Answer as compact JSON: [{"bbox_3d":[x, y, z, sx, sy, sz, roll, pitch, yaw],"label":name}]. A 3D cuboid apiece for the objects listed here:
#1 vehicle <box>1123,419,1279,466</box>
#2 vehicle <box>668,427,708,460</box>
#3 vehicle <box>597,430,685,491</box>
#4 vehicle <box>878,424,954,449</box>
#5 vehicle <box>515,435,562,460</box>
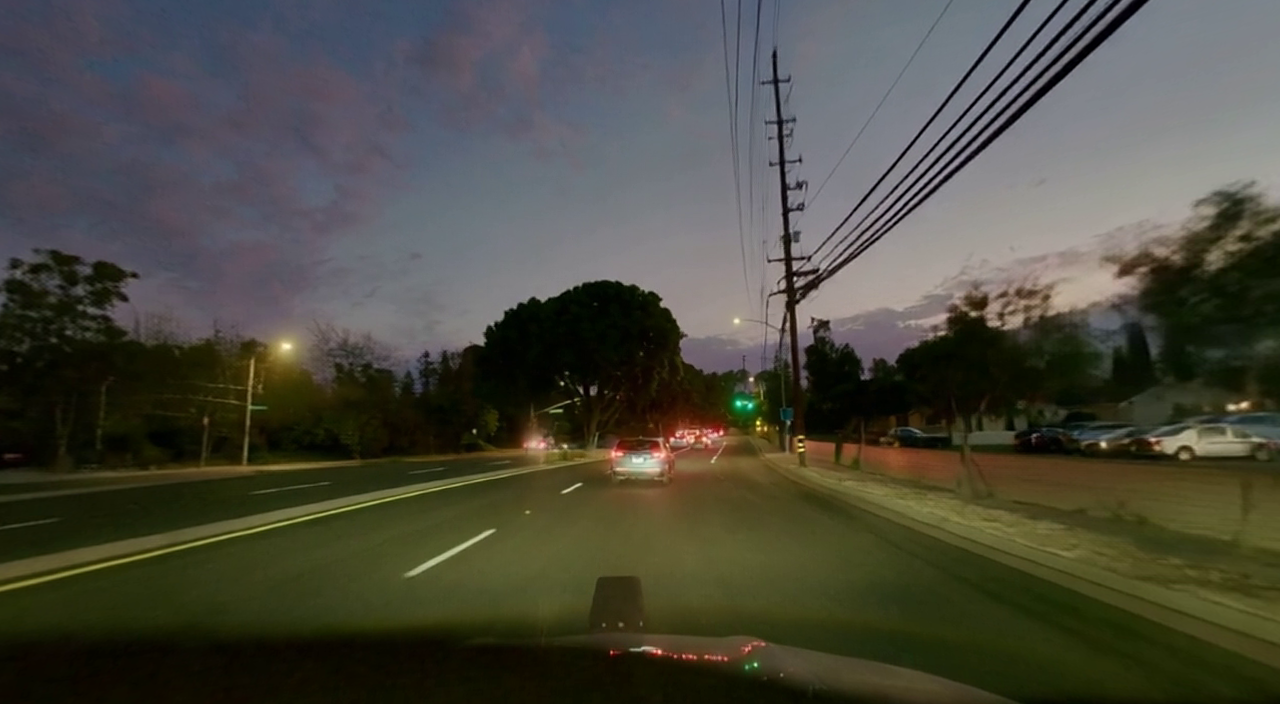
[{"bbox_3d":[20.902,3.343,23.112,4.674,1.500,1.889,1,-9,7],"label":"vehicle"},{"bbox_3d":[3.140,5.854,40.215,2.158,1.939,4.935,-2,-9,9],"label":"vehicle"},{"bbox_3d":[0.149,2.988,17.599,2.117,1.474,4.036,-1,-8,5],"label":"vehicle"},{"bbox_3d":[20.535,6.329,47.092,4.739,1.708,1.976,-2,-9,9],"label":"vehicle"},{"bbox_3d":[-6.596,6.246,41.294,1.983,1.485,4.159,-1,-8,6],"label":"vehicle"}]
